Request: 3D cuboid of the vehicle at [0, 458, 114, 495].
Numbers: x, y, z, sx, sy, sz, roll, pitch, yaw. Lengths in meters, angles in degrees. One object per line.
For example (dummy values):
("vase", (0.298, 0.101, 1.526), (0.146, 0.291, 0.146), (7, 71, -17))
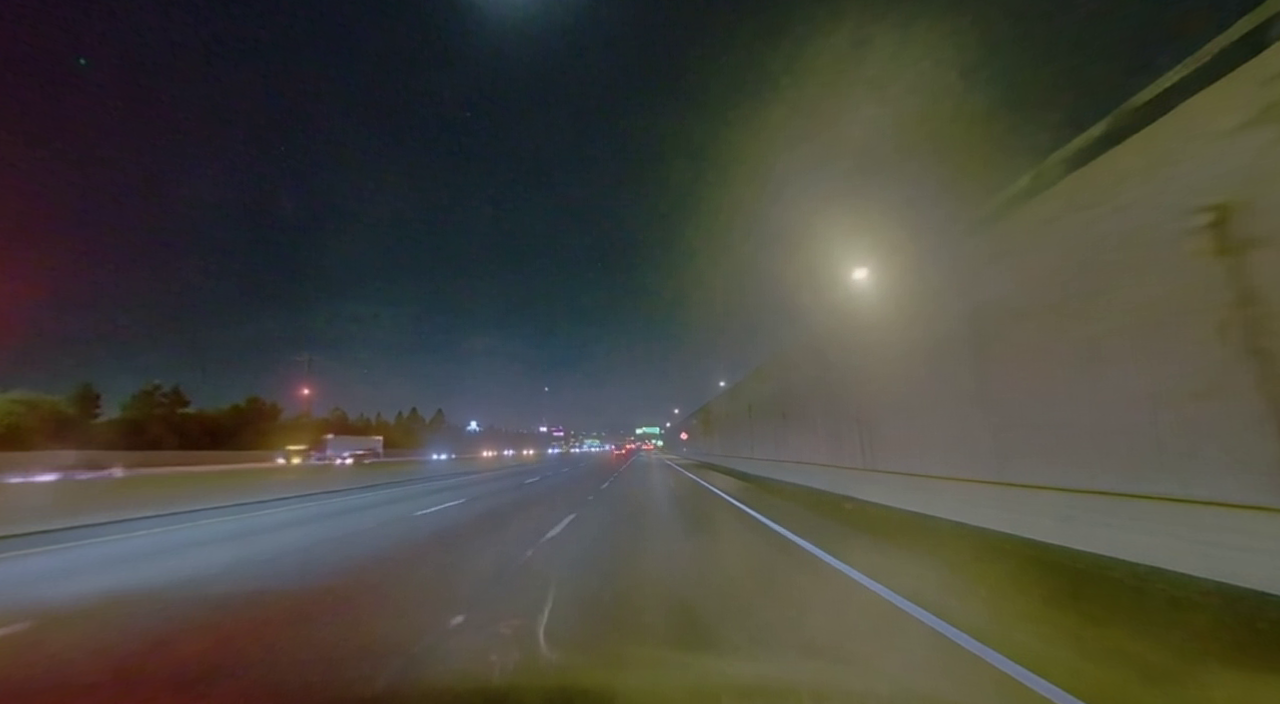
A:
("vehicle", (-27.632, 5.756, 29.507), (1.852, 1.485, 4.758), (0, -8, 1))
